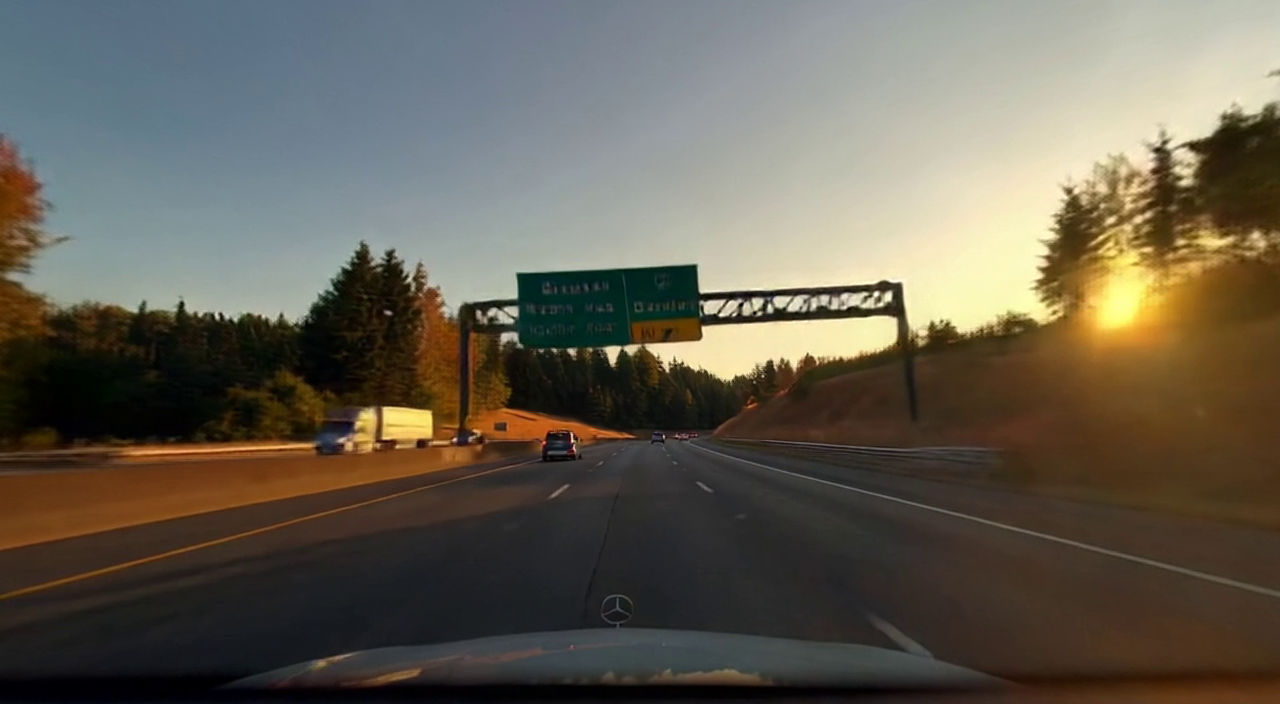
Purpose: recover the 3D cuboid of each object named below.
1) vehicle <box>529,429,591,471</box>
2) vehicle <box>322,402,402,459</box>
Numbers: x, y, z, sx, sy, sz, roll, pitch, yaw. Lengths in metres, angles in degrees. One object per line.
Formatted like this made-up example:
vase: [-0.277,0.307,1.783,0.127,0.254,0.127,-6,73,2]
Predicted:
vehicle: [-3.292,4.110,26.699,2.084,1.654,4.080,0,-8,0]
vehicle: [-20.820,5.991,47.659,3.296,4.004,5.827,0,-8,0]
